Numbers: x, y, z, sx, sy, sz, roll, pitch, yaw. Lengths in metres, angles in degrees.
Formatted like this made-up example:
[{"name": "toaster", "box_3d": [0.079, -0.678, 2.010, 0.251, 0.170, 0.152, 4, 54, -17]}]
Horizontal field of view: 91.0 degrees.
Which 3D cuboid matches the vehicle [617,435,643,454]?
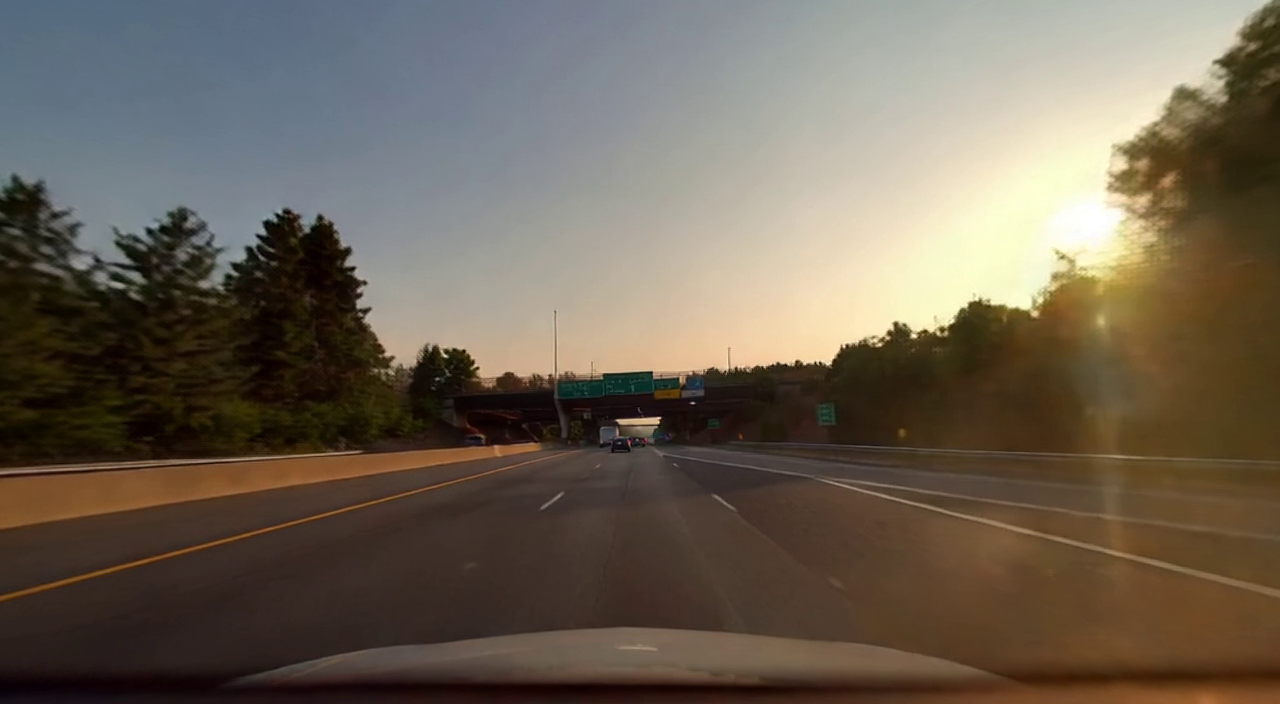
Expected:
[{"name": "vehicle", "box_3d": [-0.853, 7.294, 49.556, 1.952, 1.438, 3.702, 0, -8, -3]}]
